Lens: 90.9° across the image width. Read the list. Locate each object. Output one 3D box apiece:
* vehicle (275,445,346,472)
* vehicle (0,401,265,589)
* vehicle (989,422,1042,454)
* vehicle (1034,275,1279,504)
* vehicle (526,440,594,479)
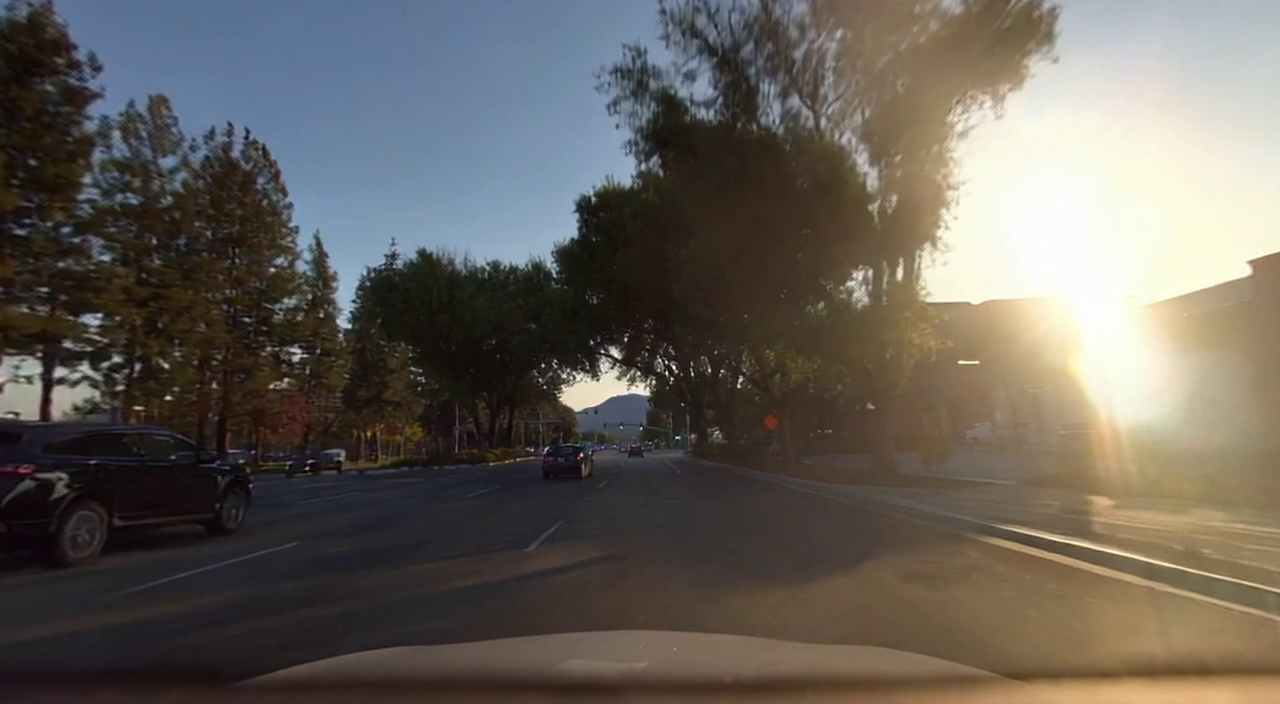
[{"bbox_3d":[-22.474,7.256,43.240,2.134,1.711,4.975,0,-9,1],"label":"vehicle"},{"bbox_3d":[-6.911,1.576,7.508,2.043,1.726,4.472,0,-9,1],"label":"vehicle"},{"bbox_3d":[24.988,5.758,42.145,2.342,2.007,5.843,-3,-9,25],"label":"vehicle"},{"bbox_3d":[11.924,0.708,10.917,2.995,3.704,10.928,0,-9,-1],"label":"vehicle"},{"bbox_3d":[-3.242,4.469,26.424,2.152,1.479,4.394,0,-9,1],"label":"vehicle"}]
